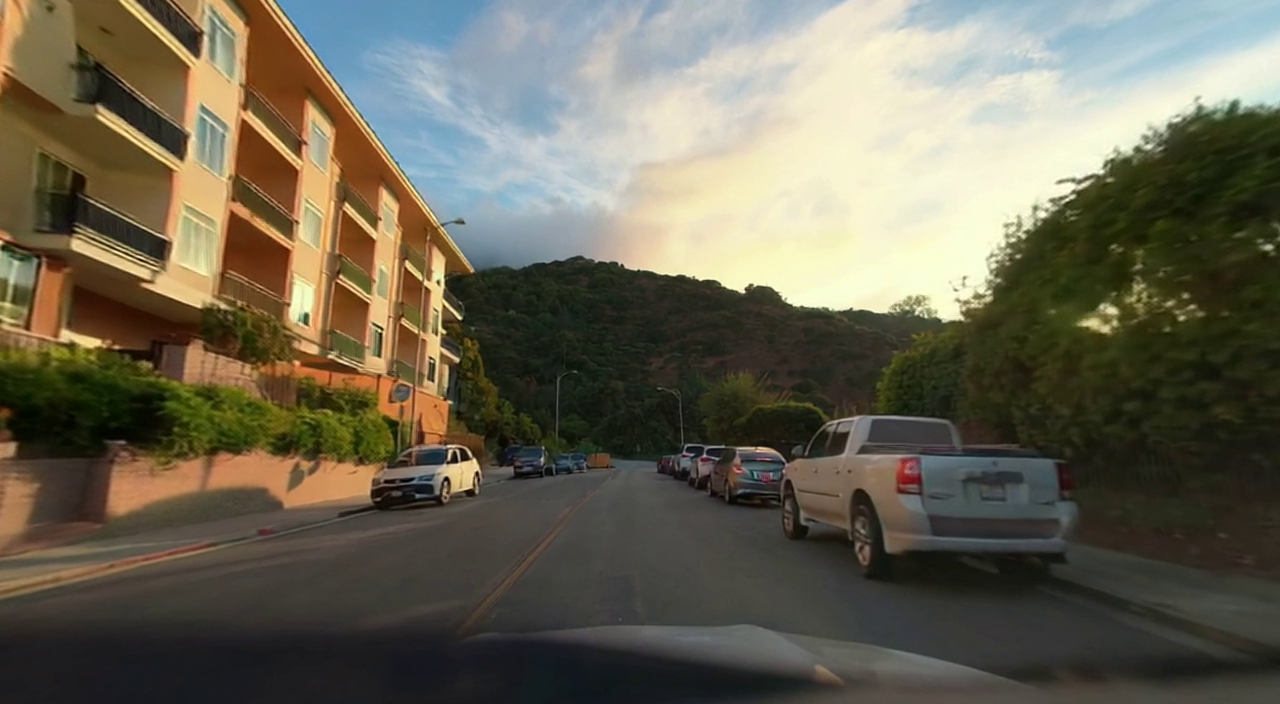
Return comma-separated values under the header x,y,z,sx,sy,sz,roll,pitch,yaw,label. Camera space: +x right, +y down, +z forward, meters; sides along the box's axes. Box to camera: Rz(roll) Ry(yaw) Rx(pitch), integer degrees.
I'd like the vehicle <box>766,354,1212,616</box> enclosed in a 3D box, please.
x,y,z,sx,sy,sz,roll,pitch,yaw,label
3.462,1.499,8.026,2.482,2.184,5.383,0,-9,-1,vehicle

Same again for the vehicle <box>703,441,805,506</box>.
x,y,z,sx,sy,sz,roll,pitch,yaw,label
3.042,3.335,17.799,1.926,1.602,4.433,0,-9,-2,vehicle

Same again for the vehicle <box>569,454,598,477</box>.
x,y,z,sx,sy,sz,roll,pitch,yaw,label
-3.907,7.994,44.247,1.856,1.474,4.522,1,-11,-3,vehicle

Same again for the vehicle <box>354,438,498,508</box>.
x,y,z,sx,sy,sz,roll,pitch,yaw,label
-6.354,3.655,19.634,2.374,1.843,5.638,0,-8,1,vehicle

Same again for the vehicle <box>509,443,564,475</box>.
x,y,z,sx,sy,sz,roll,pitch,yaw,label
-6.676,7.101,41.341,2.692,1.949,5.948,0,-11,-1,vehicle
